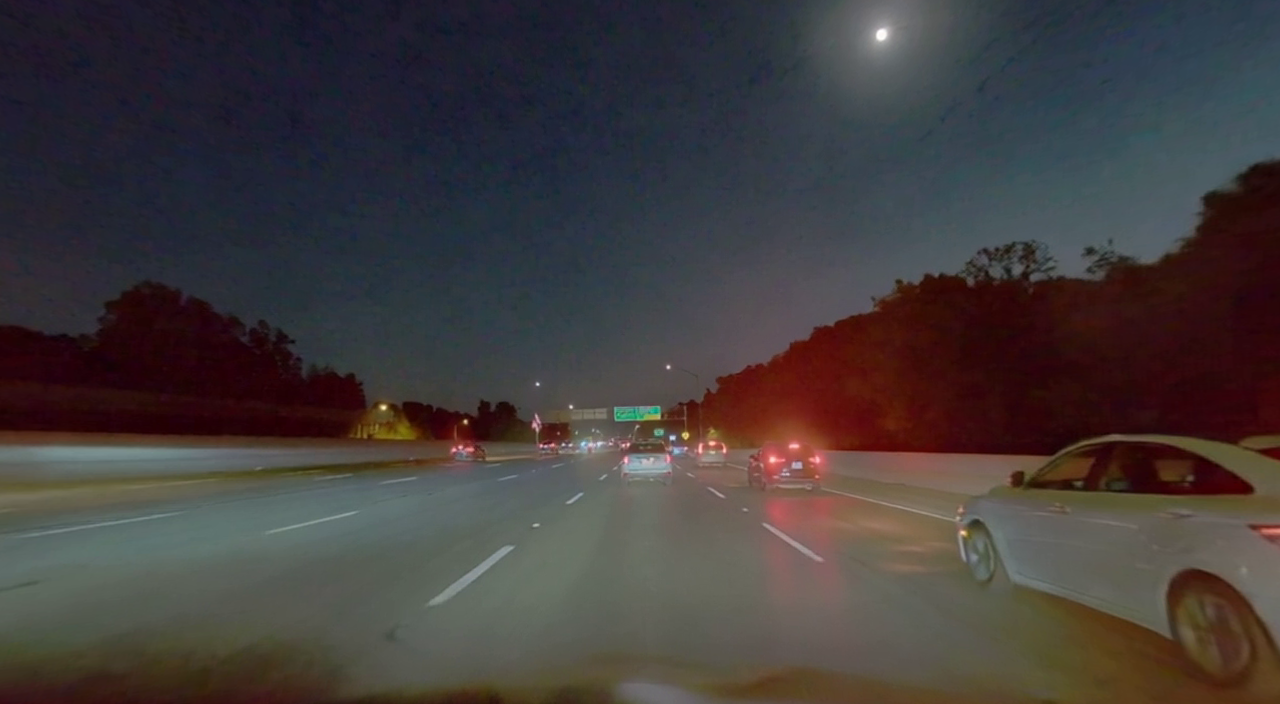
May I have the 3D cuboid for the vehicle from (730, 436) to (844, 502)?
[{"bbox_3d":[3.731,3.048,16.806,2.044,1.523,3.947,0,-9,-1],"label":"vehicle"}]

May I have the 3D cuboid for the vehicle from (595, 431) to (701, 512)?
[{"bbox_3d":[0.166,2.616,14.220,2.044,1.554,3.824,0,-9,0],"label":"vehicle"}]

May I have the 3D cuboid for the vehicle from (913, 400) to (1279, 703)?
[{"bbox_3d":[3.695,1.159,3.975,1.979,1.504,4.377,0,-9,0],"label":"vehicle"}]
